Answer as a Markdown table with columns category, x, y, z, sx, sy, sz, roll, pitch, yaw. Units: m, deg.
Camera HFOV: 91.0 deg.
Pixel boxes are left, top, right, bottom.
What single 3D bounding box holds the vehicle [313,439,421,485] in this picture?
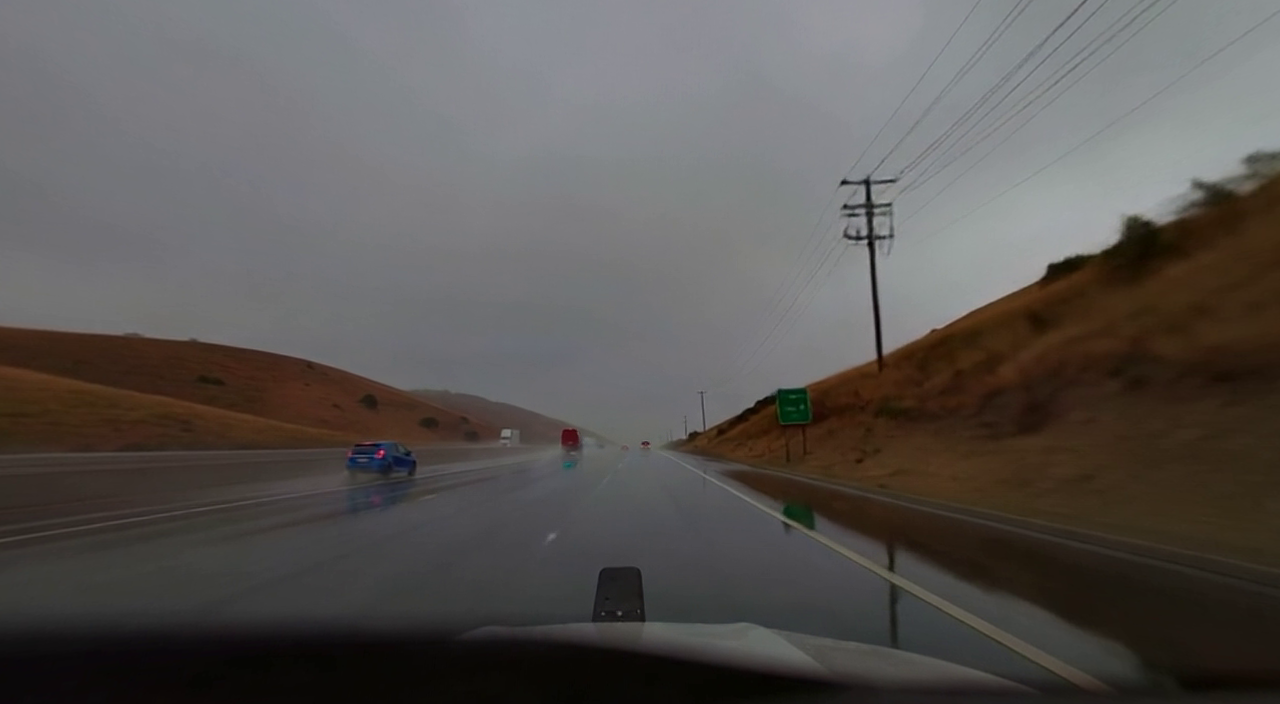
| category | x | y | z | sx | sy | sz | roll | pitch | yaw |
| --- | --- | --- | --- | --- | --- | --- | --- | --- | --- |
| vehicle | -10.378 | 4.200 | 24.439 | 1.971 | 1.558 | 4.847 | 0 | -8 | 0 |
